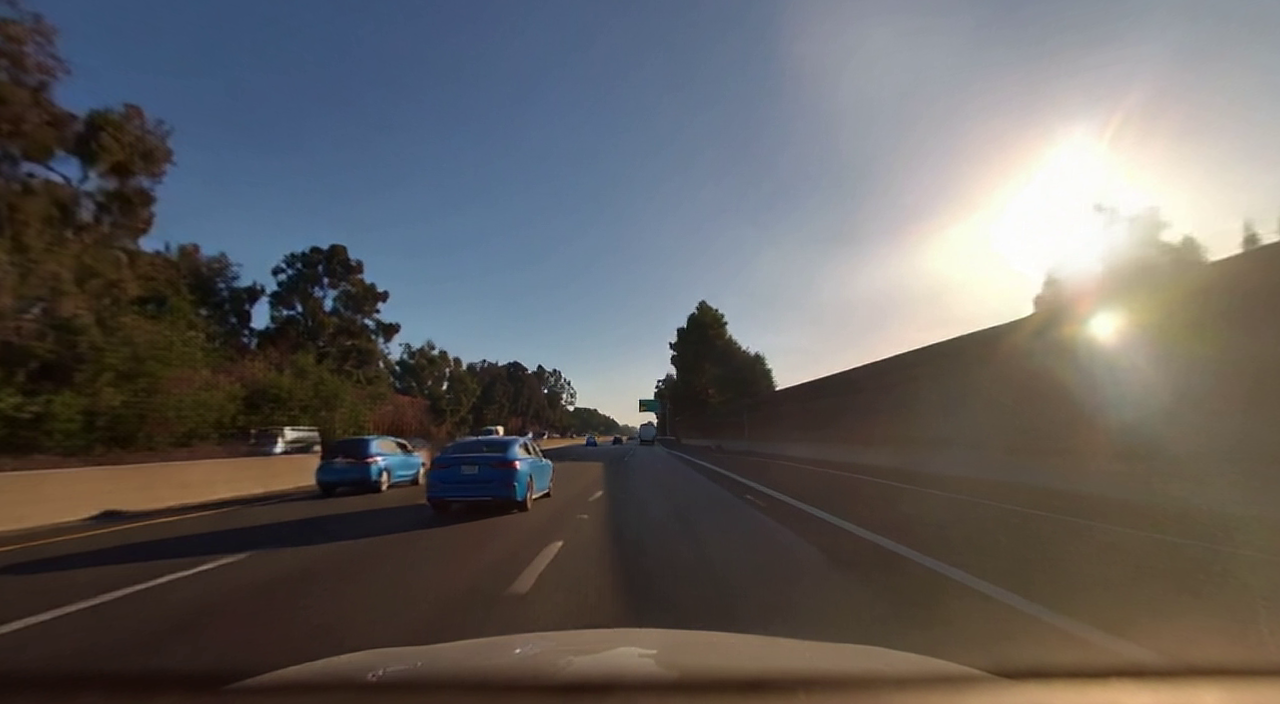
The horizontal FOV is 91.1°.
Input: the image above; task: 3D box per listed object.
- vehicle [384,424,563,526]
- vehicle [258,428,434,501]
[{"bbox_3d":[-2.707,2.090,11.304,2.079,1.500,3.881,0,-8,1],"label":"vehicle"},{"bbox_3d":[-6.794,2.630,15.208,2.084,1.494,4.404,0,-8,0],"label":"vehicle"}]
